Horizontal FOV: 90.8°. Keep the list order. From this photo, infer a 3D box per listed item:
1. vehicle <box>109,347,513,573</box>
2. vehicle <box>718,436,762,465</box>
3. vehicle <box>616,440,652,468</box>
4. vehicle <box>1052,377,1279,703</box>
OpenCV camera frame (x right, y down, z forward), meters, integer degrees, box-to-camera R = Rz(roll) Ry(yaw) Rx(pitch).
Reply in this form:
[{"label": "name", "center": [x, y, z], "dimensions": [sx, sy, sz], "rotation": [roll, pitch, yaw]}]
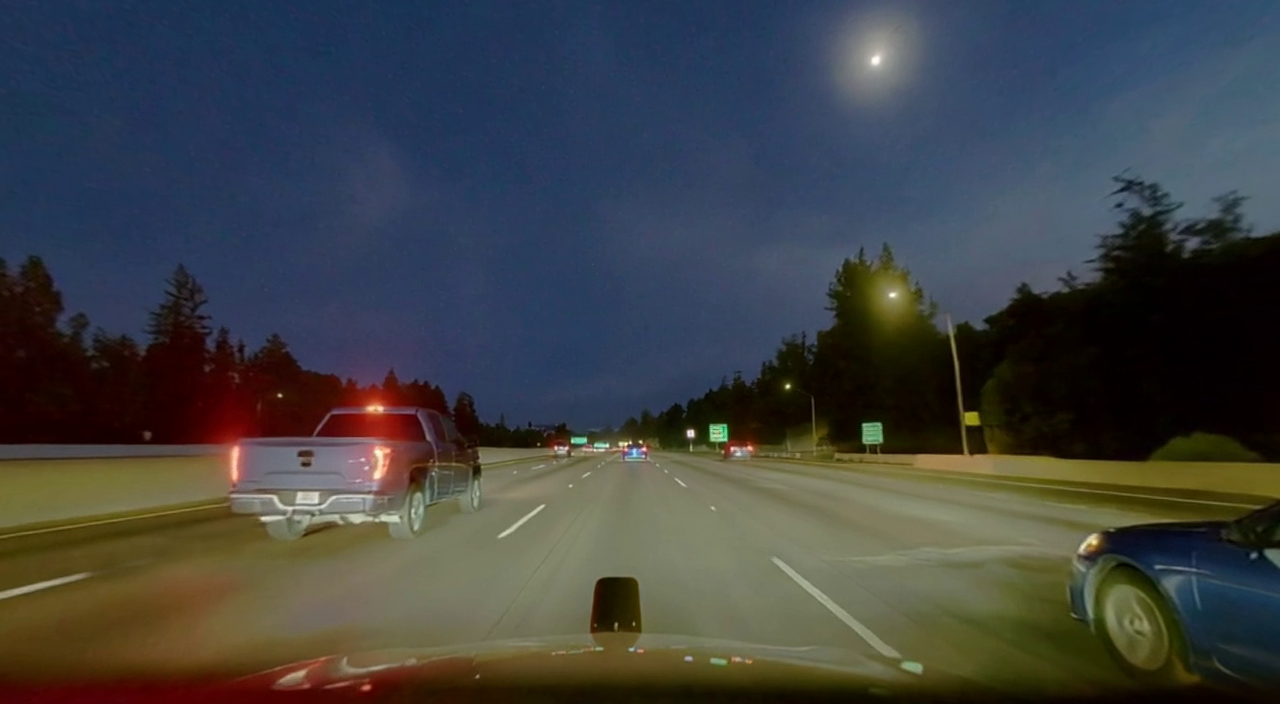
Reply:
[{"label": "vehicle", "center": [-3.765, 1.477, 9.160], "dimensions": [2.592, 2.179, 6.034], "rotation": [0, -9, 0]}, {"label": "vehicle", "center": [6.776, 6.763, 43.476], "dimensions": [2.103, 1.898, 5.310], "rotation": [0, -9, -1]}, {"label": "vehicle", "center": [-0.392, 6.354, 39.604], "dimensions": [2.157, 1.642, 4.189], "rotation": [0, -9, -1]}, {"label": "vehicle", "center": [3.055, 0.631, 0.631], "dimensions": [2.072, 1.501, 4.694], "rotation": [0, -9, -1]}]
